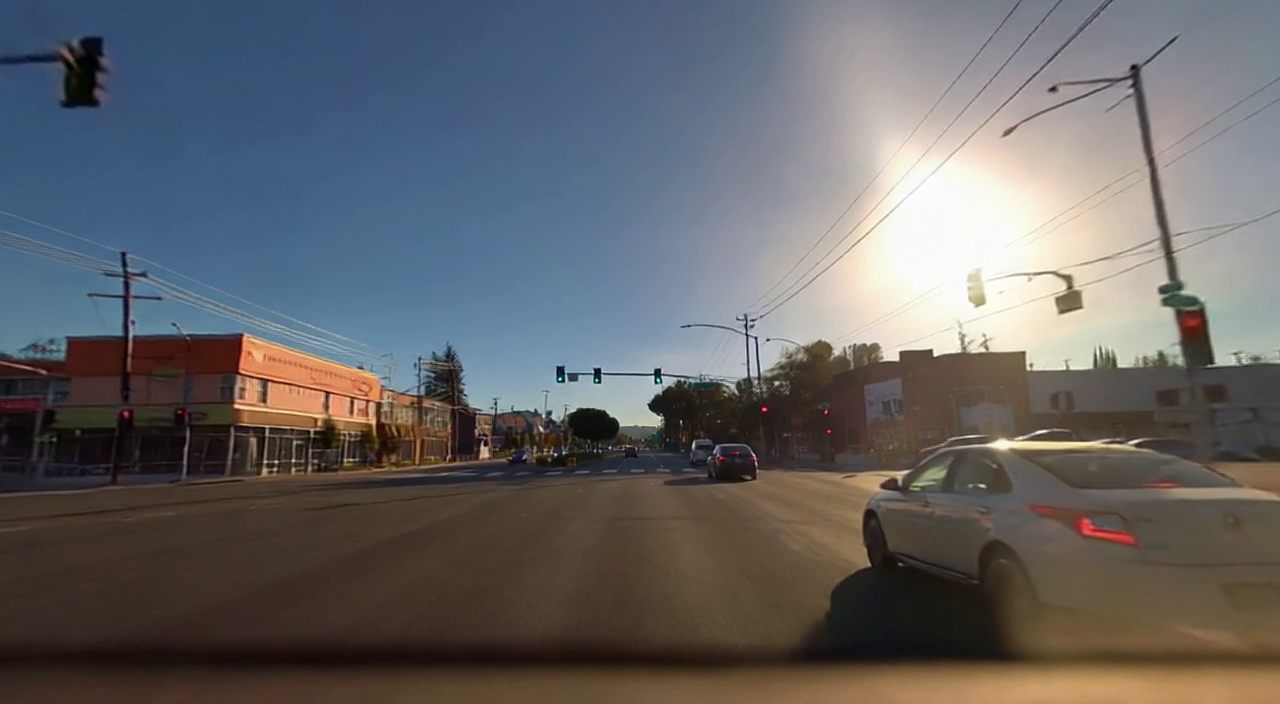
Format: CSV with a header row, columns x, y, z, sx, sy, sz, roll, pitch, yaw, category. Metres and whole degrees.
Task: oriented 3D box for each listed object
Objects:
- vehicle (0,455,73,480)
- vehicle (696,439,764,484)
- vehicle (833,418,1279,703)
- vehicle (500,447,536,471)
x,y,z,sx,sy,sz,roll,pitch,yaw,category
-40.379,7.593,41.849,1.786,1.479,4.347,1,-9,-5,vehicle
3.630,4.520,26.306,2.128,1.699,4.222,0,-9,-1,vehicle
3.227,1.350,4.930,2.004,1.455,4.417,0,-9,0,vehicle
-8.979,7.889,46.790,1.816,1.478,4.404,-2,-7,-1,vehicle
